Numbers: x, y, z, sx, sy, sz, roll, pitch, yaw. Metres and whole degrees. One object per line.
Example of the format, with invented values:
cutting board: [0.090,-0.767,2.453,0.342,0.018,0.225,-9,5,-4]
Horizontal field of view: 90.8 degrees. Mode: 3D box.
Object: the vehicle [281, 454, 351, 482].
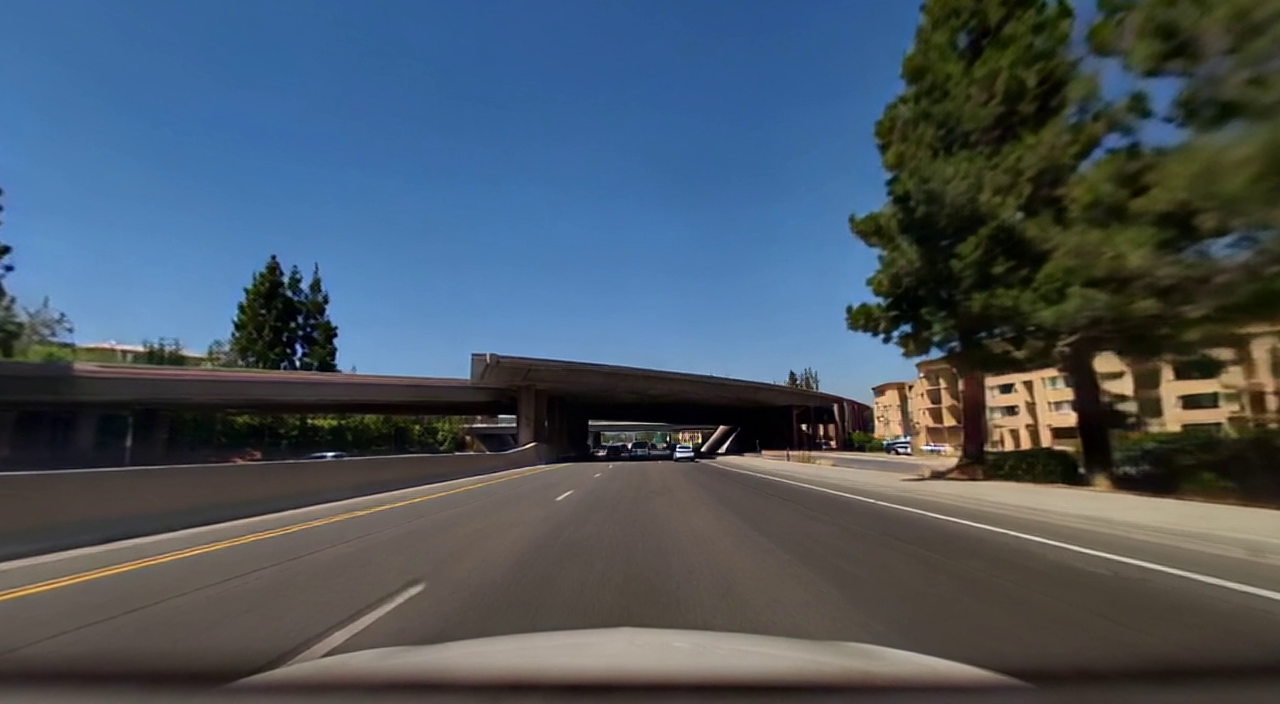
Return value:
vehicle: [-18.524,6.646,36.358,1.805,1.444,4.221,0,-8,0]
